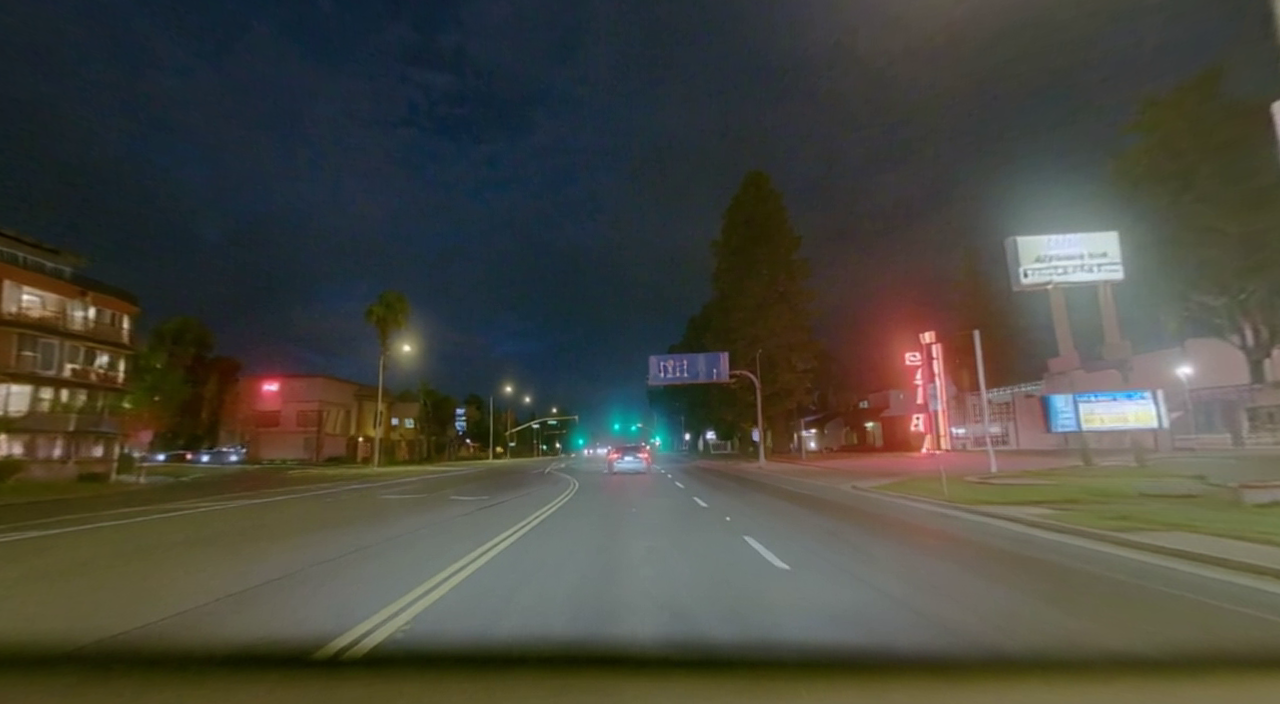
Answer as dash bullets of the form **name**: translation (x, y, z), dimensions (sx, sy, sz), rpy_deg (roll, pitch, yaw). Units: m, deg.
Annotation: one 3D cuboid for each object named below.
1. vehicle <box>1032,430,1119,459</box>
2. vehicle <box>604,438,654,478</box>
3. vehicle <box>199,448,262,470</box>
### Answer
- **vehicle**: translation (22.967, 4.895, 33.330), dimensions (1.720, 1.450, 3.741), rpy_deg (0, -8, -4)
- **vehicle**: translation (-0.482, 5.228, 31.293), dimensions (2.235, 1.719, 4.292), rpy_deg (2, -9, 1)
- **vehicle**: translation (-30.087, 7.831, 46.403), dimensions (1.844, 1.521, 4.304), rpy_deg (1, -9, -2)
